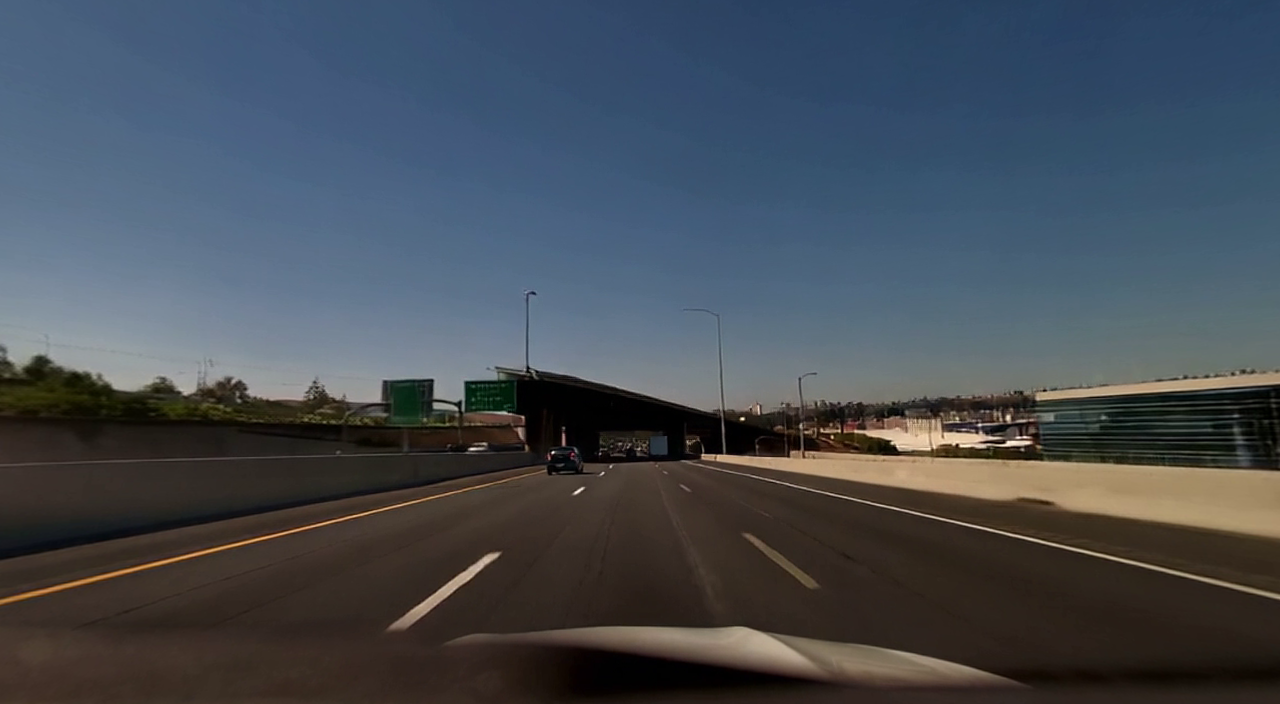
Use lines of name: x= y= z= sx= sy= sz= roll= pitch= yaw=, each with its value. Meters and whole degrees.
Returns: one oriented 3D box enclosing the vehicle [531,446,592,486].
vehicle: x=-3.264 y=4.822 z=26.851 sx=2.100 sy=1.525 sz=4.179 roll=0 pitch=-9 yaw=0
